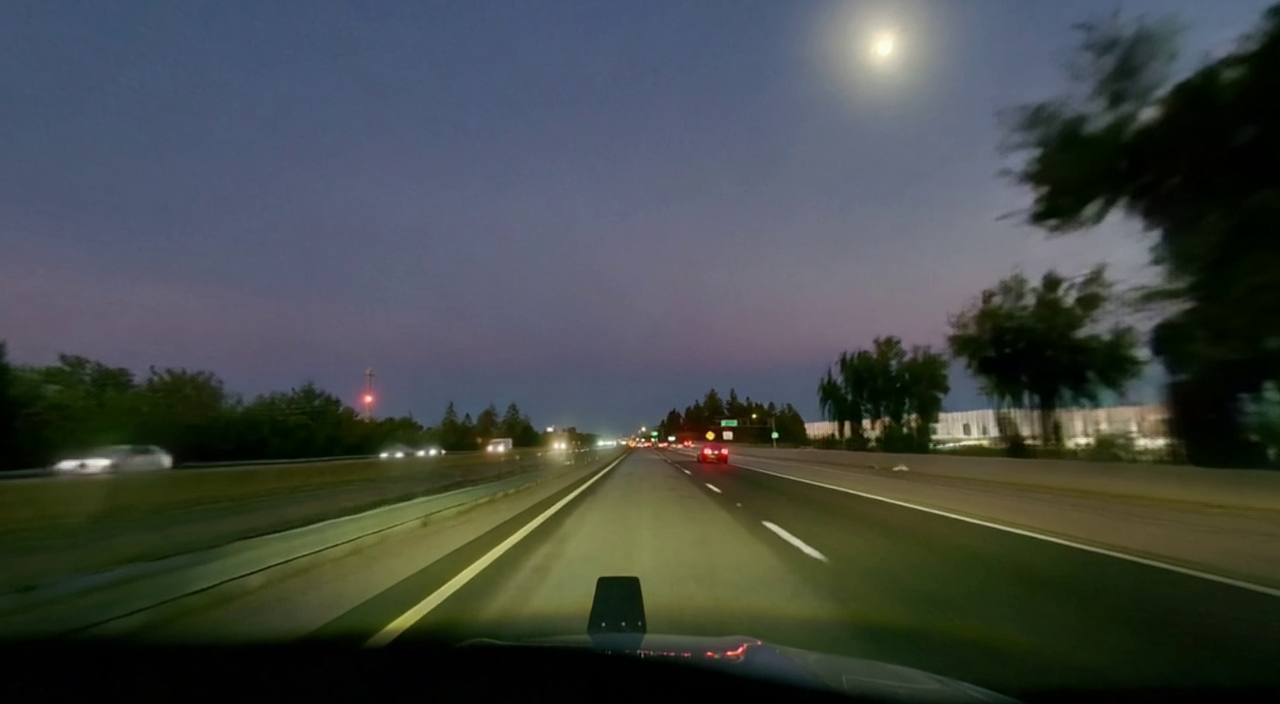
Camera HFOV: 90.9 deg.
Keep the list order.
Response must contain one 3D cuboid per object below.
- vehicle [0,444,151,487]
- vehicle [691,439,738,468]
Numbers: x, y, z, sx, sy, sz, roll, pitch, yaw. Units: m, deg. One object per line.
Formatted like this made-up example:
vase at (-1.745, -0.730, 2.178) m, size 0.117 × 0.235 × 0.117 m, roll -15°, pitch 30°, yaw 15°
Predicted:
vehicle at (-28.135, 5.618, 31.773) m, size 2.185 × 1.939 × 5.801 m, roll 0°, pitch -8°, yaw 1°
vehicle at (4.104, 5.617, 35.193) m, size 2.062 × 1.518 × 4.026 m, roll 0°, pitch -8°, yaw -1°
